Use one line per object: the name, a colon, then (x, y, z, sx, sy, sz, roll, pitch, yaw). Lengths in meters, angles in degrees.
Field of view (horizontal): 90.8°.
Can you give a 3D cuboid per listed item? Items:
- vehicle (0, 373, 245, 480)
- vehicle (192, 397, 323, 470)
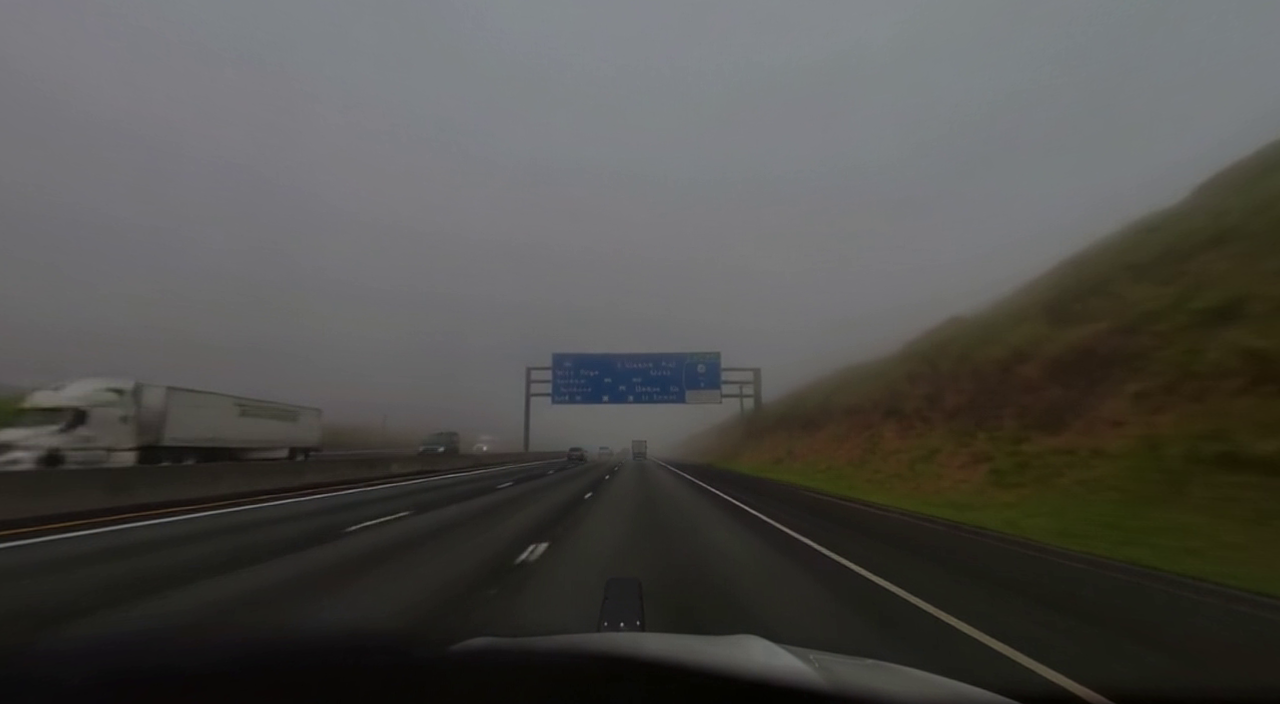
vehicle: (-22.794, 3.546, 28.730, 3.004, 3.989, 10.208, 0, -9, 0)
vehicle: (-22.855, 5.068, 38.420, 2.821, 3.954, 8.123, 0, -9, 0)
